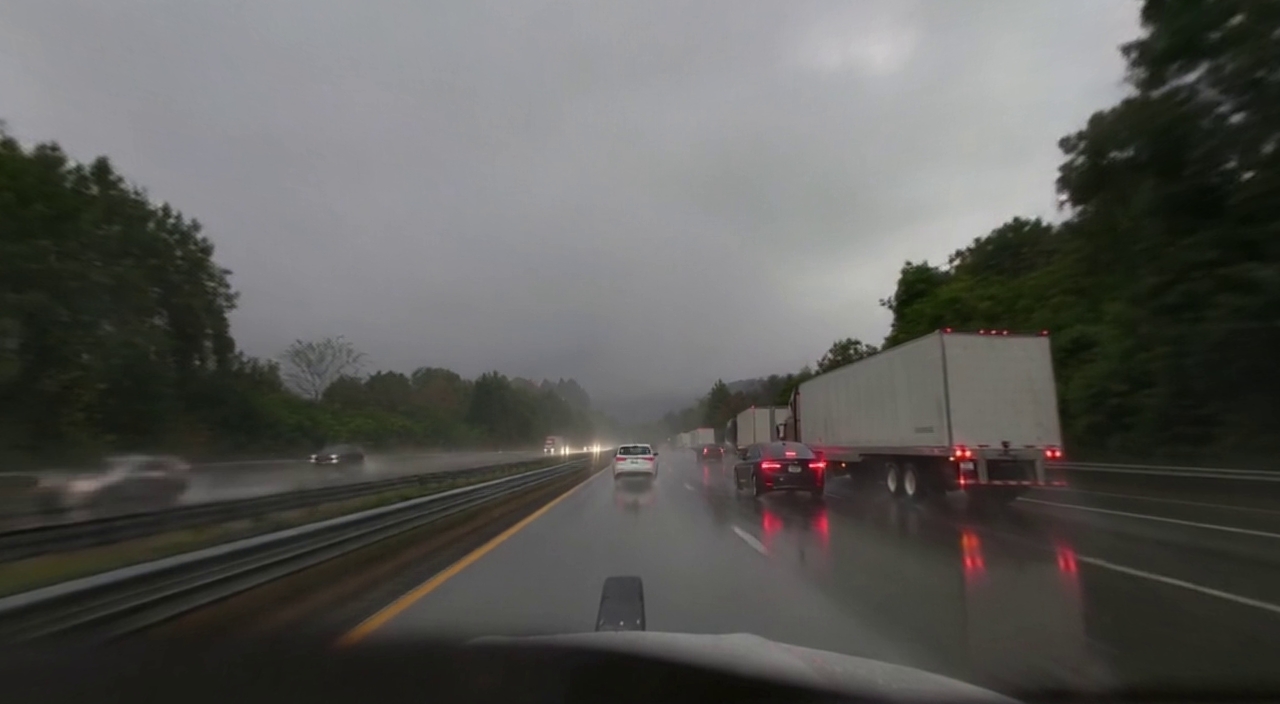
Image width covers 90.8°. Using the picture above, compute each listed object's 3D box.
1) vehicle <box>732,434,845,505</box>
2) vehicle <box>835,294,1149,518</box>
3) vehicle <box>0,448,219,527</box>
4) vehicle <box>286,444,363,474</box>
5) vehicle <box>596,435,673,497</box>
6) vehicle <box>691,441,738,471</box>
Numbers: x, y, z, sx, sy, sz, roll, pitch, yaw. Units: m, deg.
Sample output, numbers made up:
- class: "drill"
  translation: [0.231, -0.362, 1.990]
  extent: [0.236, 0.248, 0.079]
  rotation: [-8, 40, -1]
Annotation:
- class: "vehicle"
  translation: [3.672, 2.967, 16.328]
  extent: [1.920, 1.594, 3.867]
  rotation: [0, -9, -1]
- class: "vehicle"
  translation: [7.624, 1.572, 15.686]
  extent: [2.823, 4.063, 8.485]
  rotation: [0, -9, 0]
- class: "vehicle"
  translation: [-12.070, 2.941, 14.289]
  extent: [2.189, 1.486, 4.091]
  rotation: [0, -9, 1]
- class: "vehicle"
  translation: [-19.192, 6.529, 38.705]
  extent: [2.139, 1.674, 4.733]
  rotation: [-1, -9, 2]
- class: "vehicle"
  translation: [-0.128, 3.280, 18.449]
  extent: [2.023, 1.618, 3.628]
  rotation: [0, -9, 1]
- class: "vehicle"
  translation: [4.192, 5.941, 36.161]
  extent: [2.150, 1.632, 4.260]
  rotation: [0, -9, -1]
